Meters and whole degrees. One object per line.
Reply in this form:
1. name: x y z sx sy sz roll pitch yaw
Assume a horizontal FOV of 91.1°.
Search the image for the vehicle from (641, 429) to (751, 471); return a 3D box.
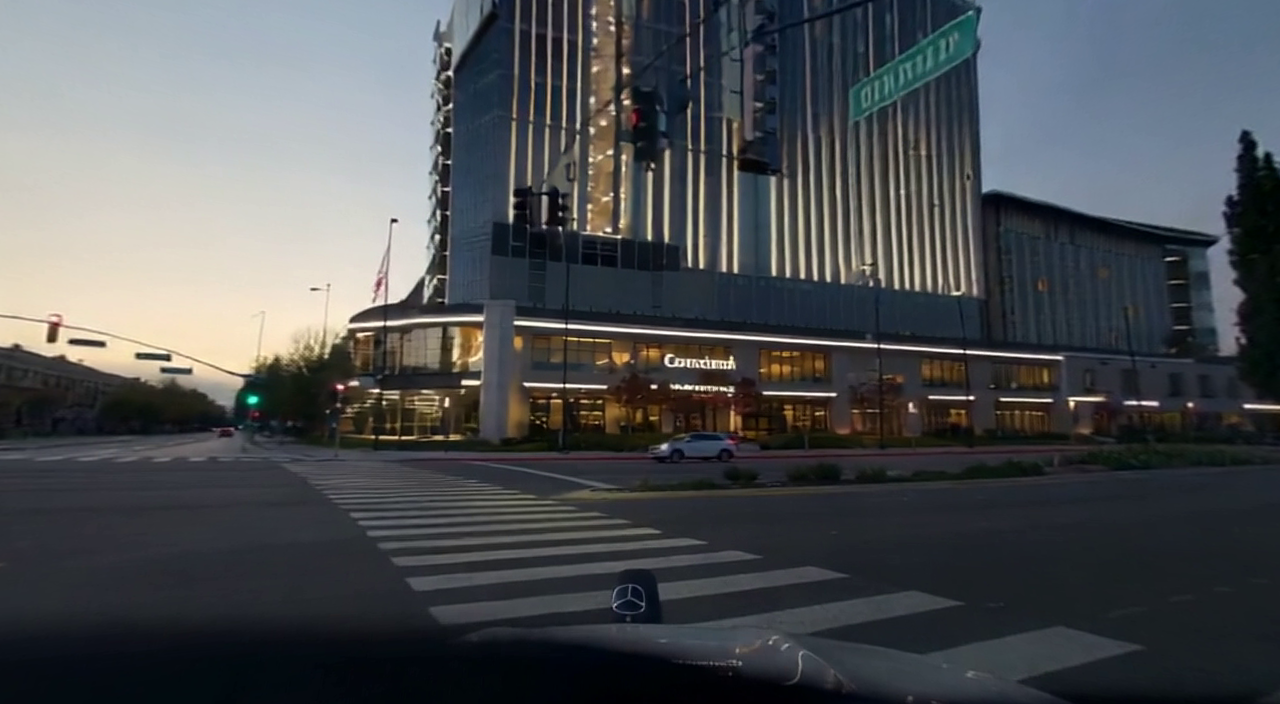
1. vehicle: 2.604 4.504 29.070 4.713 1.775 2.030 3 -9 -29
